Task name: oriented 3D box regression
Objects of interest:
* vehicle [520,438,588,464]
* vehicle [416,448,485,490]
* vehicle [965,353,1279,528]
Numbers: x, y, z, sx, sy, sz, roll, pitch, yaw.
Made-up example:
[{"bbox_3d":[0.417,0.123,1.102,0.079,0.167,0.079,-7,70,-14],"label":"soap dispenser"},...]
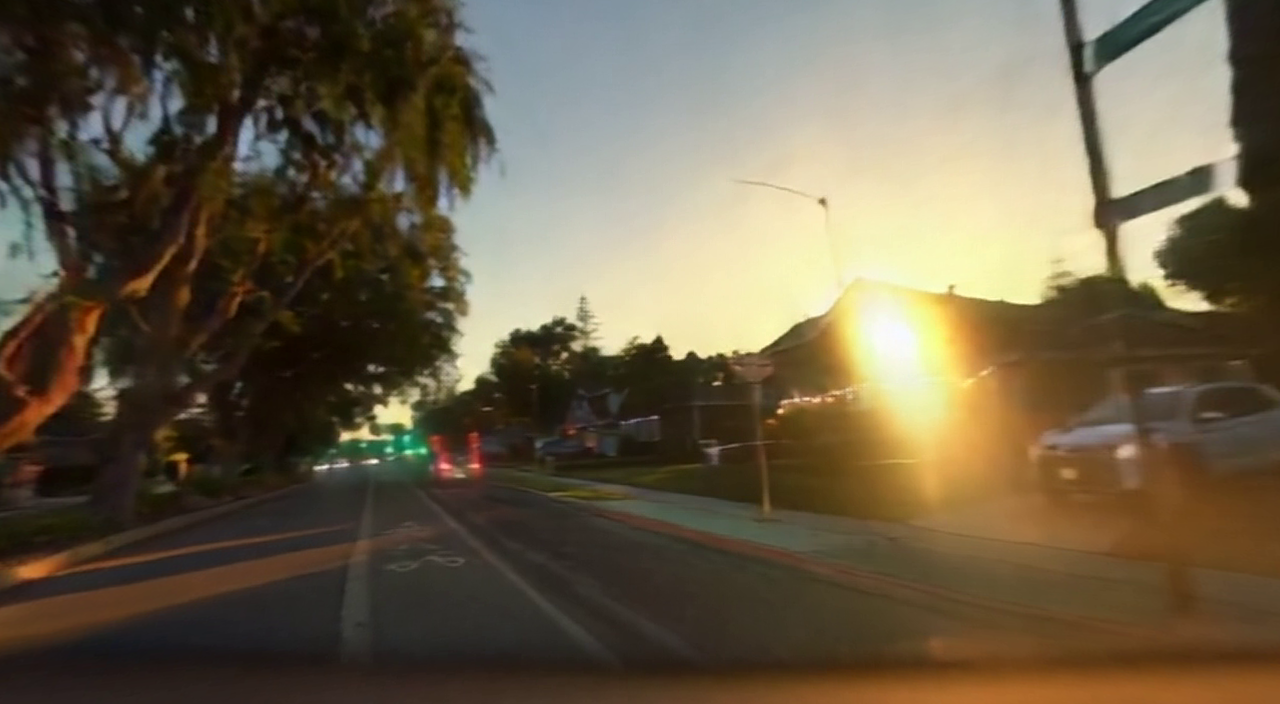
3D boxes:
[{"bbox_3d":[-5.347,6.144,39.372,3.827,1.512,1.855,3,-9,-24],"label":"vehicle"},{"bbox_3d":[-8.068,4.860,26.587,1.979,1.524,4.578,4,-9,-26],"label":"vehicle"},{"bbox_3d":[8.088,1.104,9.371,5.980,1.915,2.286,-1,-6,-23],"label":"vehicle"}]
